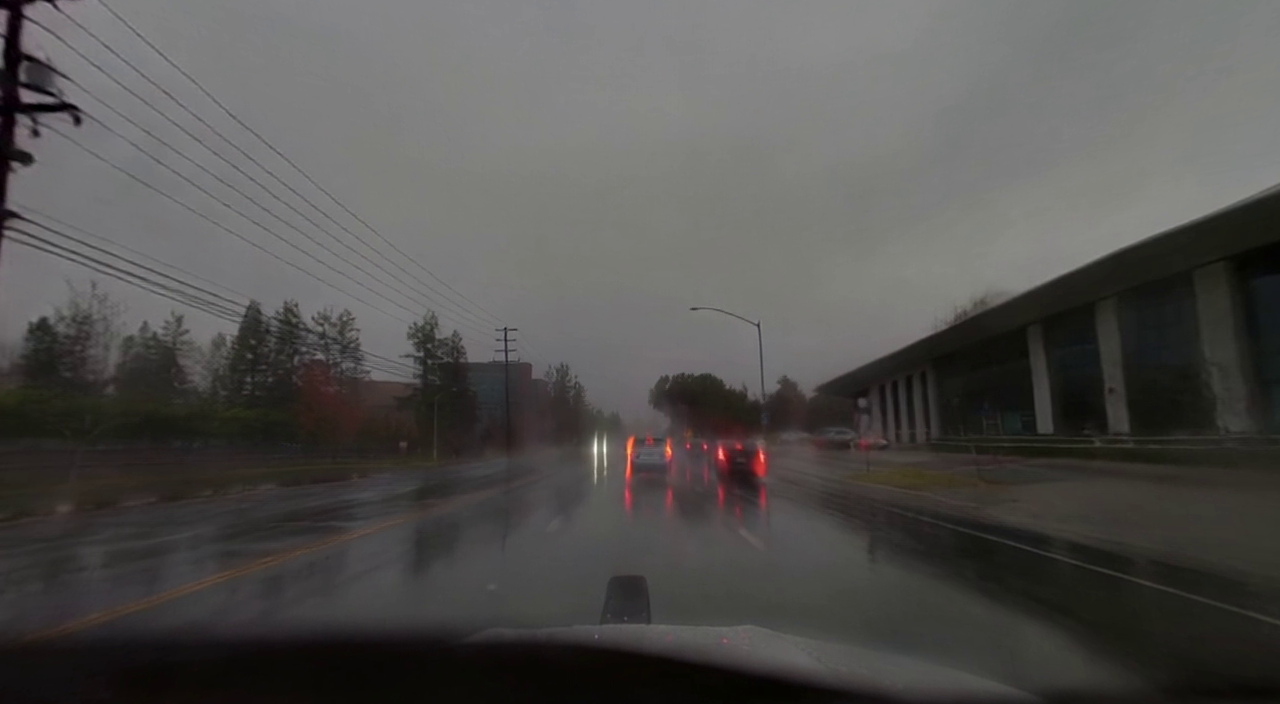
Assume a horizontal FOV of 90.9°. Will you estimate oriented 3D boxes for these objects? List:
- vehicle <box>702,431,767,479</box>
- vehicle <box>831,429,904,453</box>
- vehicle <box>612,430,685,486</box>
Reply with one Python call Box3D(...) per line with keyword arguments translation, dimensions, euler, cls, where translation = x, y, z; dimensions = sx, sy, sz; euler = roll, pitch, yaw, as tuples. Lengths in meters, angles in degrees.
Box3D(translation=(3.594, 4.002, 24.697), dimensions=(1.914, 1.698, 4.049), euler=(0, -8, 0), cls="vehicle")
Box3D(translation=(15.987, 6.297, 44.522), dimensions=(4.366, 1.701, 1.965), euler=(0, -8, 0), cls="vehicle")
Box3D(translation=(0.273, 3.509, 21.157), dimensions=(2.200, 1.653, 4.127), euler=(0, -8, 0), cls="vehicle")
